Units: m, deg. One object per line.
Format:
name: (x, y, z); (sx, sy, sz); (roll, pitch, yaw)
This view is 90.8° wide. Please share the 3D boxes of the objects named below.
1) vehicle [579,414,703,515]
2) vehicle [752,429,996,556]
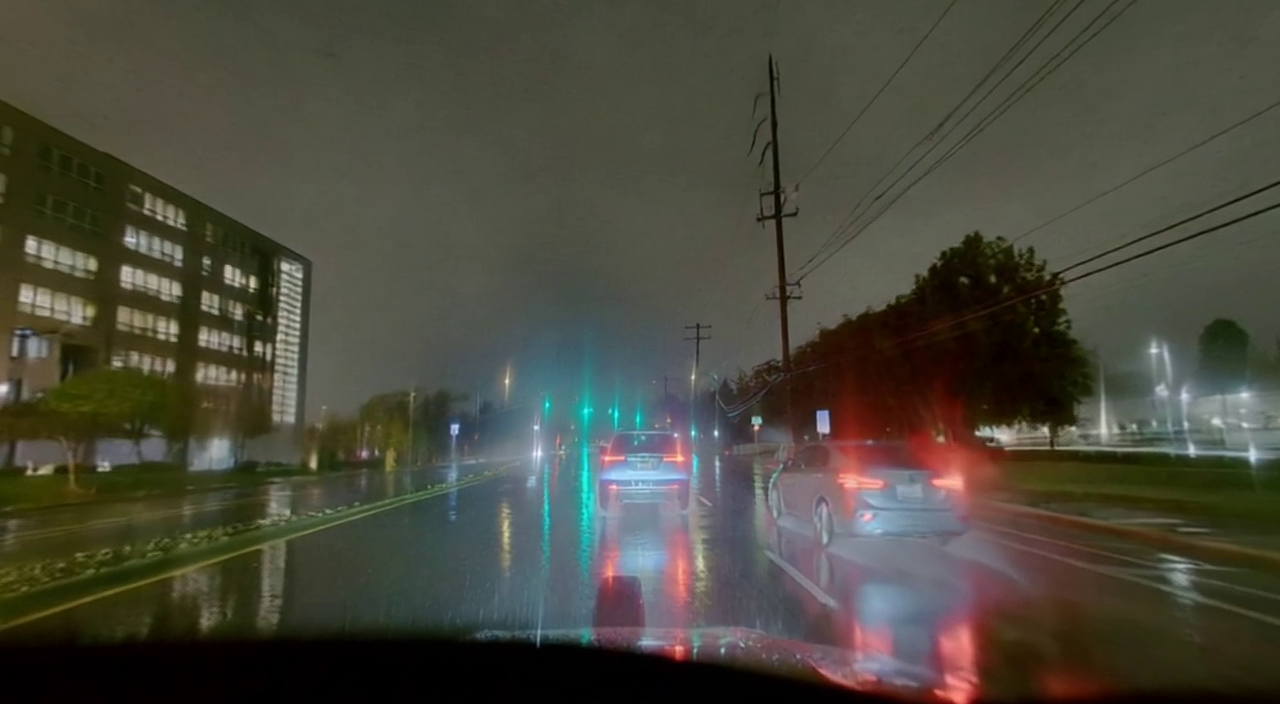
vehicle: (0.041, 2.324, 13.421); (2.189, 1.776, 4.342); (0, -9, 0)
vehicle: (3.174, 2.007, 9.805); (1.990, 1.482, 4.575); (0, -9, -1)
